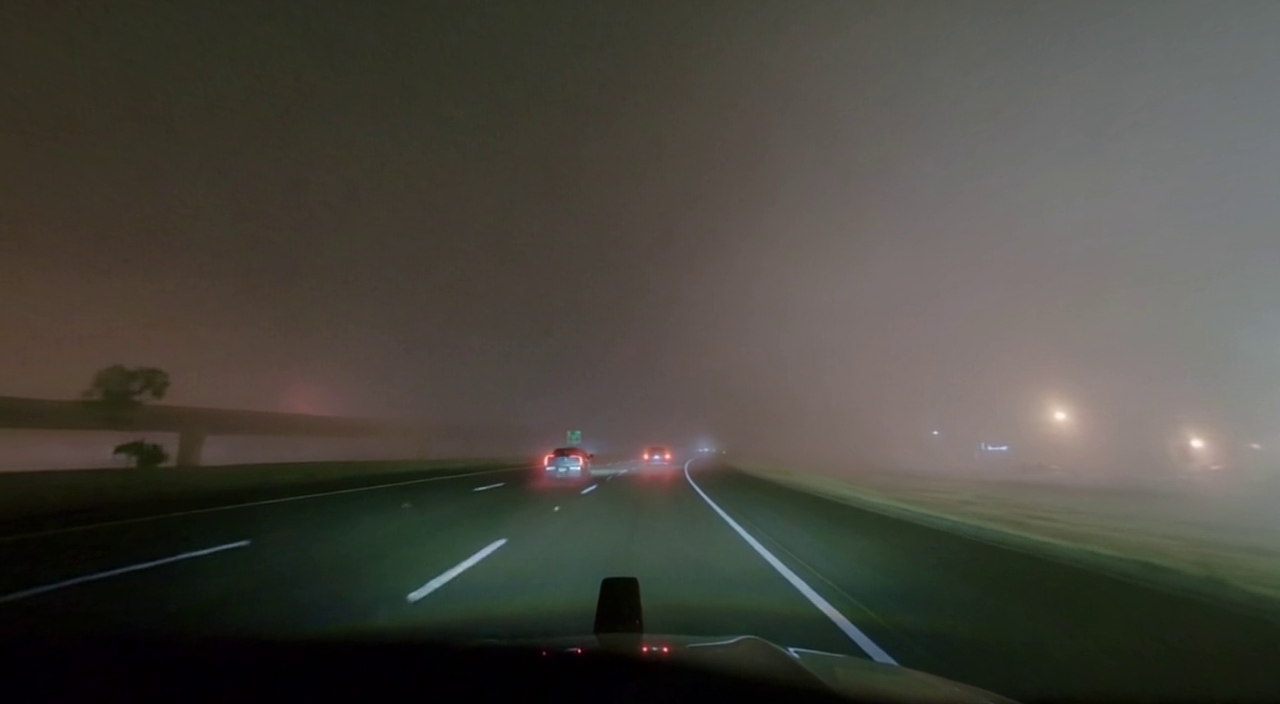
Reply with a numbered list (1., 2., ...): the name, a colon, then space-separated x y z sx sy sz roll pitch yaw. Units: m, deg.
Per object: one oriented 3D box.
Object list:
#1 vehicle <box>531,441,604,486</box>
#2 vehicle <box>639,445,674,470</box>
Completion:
1. vehicle: -2.708 4.308 24.576 2.129 1.563 4.387 -1 -9 2
2. vehicle: 1.107 6.799 40.720 2.129 1.502 4.321 -1 -9 2
